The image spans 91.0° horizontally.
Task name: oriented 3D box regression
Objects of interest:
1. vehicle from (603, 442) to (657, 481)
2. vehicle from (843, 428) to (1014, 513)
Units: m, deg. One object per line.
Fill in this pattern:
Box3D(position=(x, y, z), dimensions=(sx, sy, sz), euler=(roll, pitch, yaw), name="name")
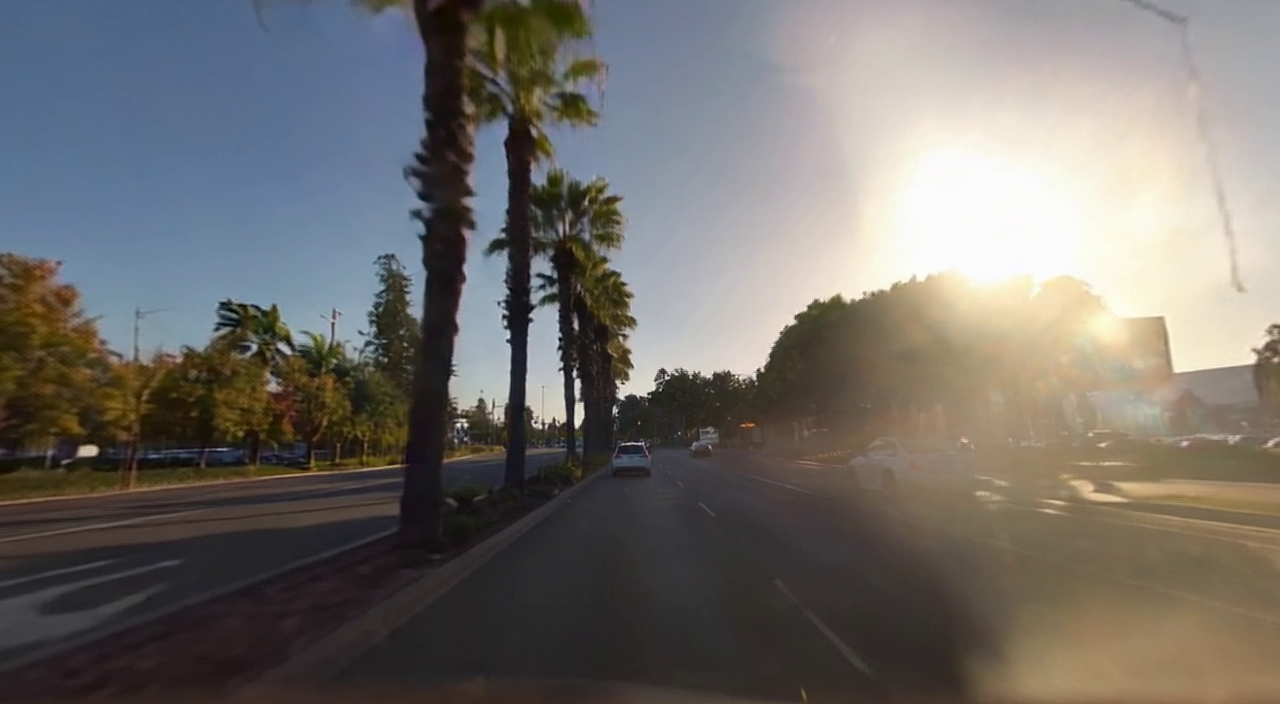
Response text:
Box3D(position=(-0.378, 4.266, 24.902), dimensions=(1.970, 1.402, 3.756), euler=(0, -8, 0), name="vehicle")
Box3D(position=(6.316, 2.621, 14.369), dimensions=(1.949, 1.647, 3.894), euler=(0, -8, -2), name="vehicle")
